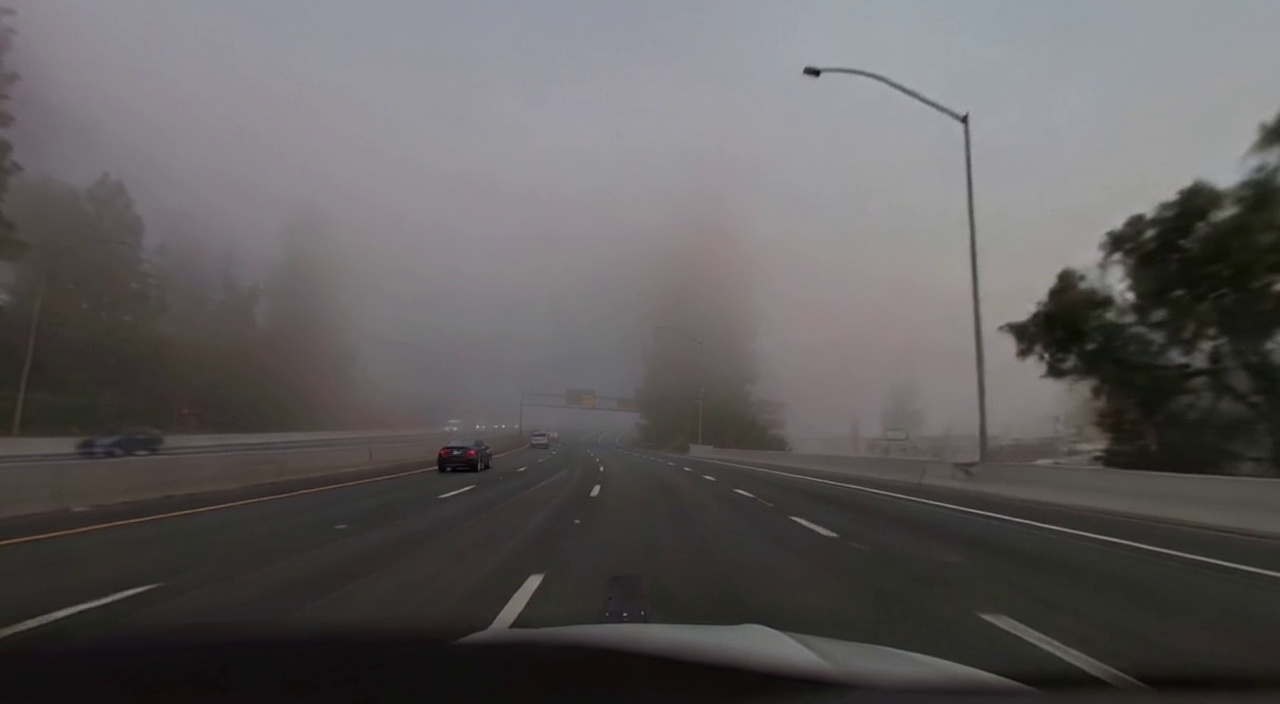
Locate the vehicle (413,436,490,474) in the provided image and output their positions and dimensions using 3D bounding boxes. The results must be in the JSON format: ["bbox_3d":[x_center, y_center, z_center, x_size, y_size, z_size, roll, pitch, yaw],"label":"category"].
[{"bbox_3d":[-7.952,4.373,27.113,2.025,1.494,4.495,0,-8,-2],"label":"vehicle"}]

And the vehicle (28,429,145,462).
[{"bbox_3d":[-26.803,4.569,30.772,1.857,1.473,4.376,0,-8,-2],"label":"vehicle"}]
